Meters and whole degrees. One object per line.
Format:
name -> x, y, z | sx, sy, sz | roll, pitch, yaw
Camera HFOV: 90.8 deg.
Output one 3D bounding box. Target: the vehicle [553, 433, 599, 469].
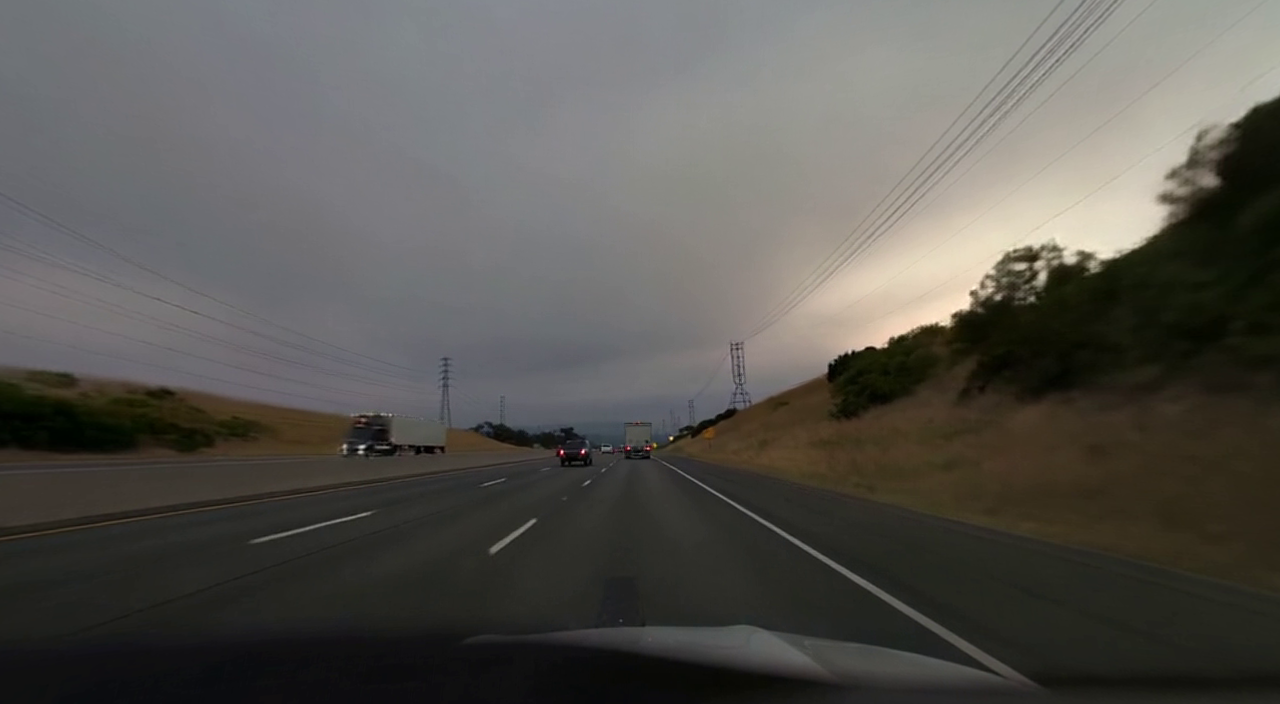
vehicle -> -3.726, 5.891, 37.642 | 2.207, 1.949, 4.911 | 0, -9, 1
